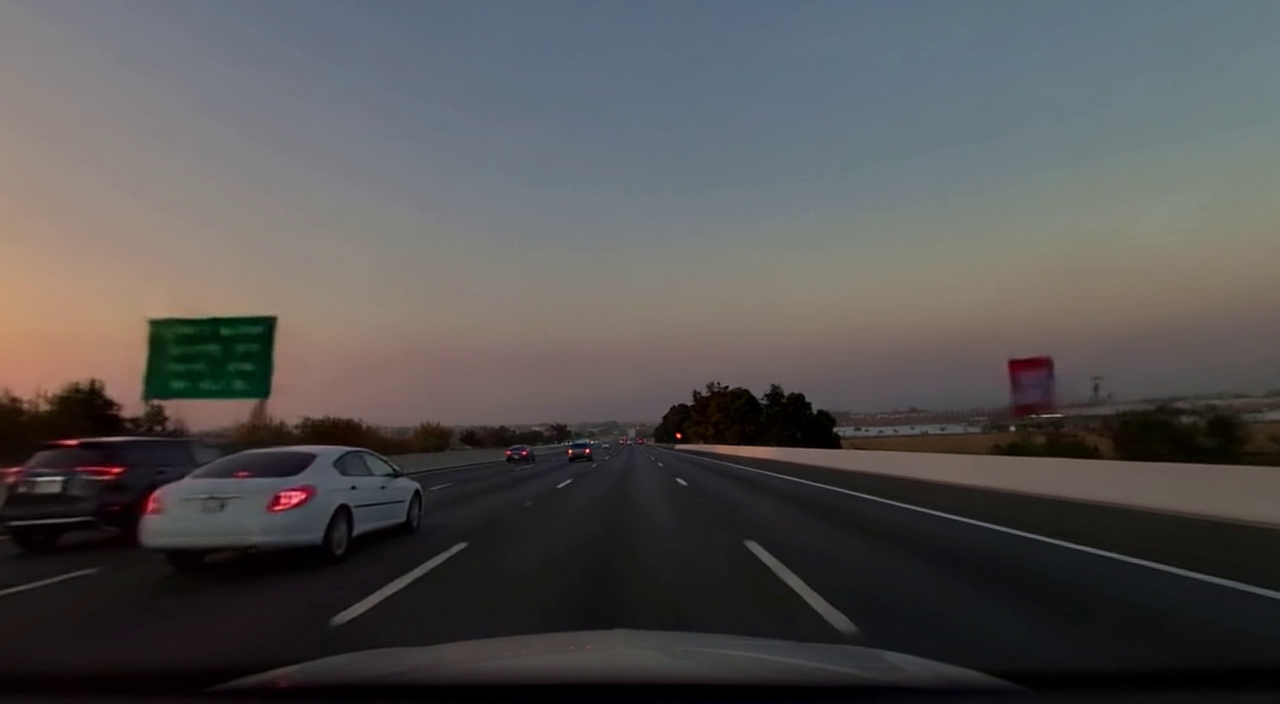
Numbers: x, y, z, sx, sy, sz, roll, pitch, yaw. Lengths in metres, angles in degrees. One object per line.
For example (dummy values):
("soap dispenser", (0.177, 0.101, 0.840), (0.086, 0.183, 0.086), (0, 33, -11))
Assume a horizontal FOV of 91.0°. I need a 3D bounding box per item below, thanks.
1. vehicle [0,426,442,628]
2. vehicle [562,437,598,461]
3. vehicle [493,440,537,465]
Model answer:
("vehicle", (-4.024, 1.645, 7.124), (2.044, 1.479, 4.745), (0, -8, 0))
("vehicle", (-4.422, 7.220, 46.865), (2.200, 1.662, 5.091), (-1, -8, 0))
("vehicle", (-8.074, 6.553, 41.189), (1.924, 1.519, 4.791), (0, -8, 0))
